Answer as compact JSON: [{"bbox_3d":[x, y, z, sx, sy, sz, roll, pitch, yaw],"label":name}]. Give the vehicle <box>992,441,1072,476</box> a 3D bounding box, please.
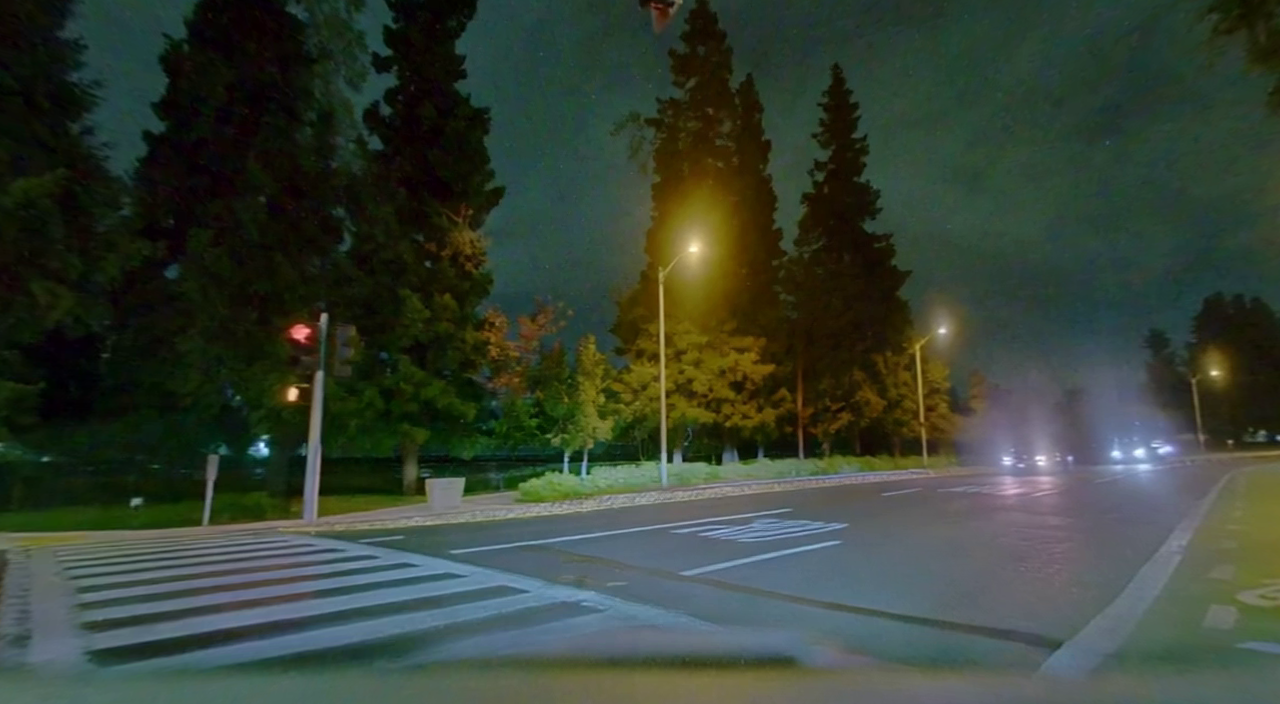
[{"bbox_3d":[18.212,4.889,29.252,2.071,1.456,4.663,-8,-12,43],"label":"vehicle"}]
